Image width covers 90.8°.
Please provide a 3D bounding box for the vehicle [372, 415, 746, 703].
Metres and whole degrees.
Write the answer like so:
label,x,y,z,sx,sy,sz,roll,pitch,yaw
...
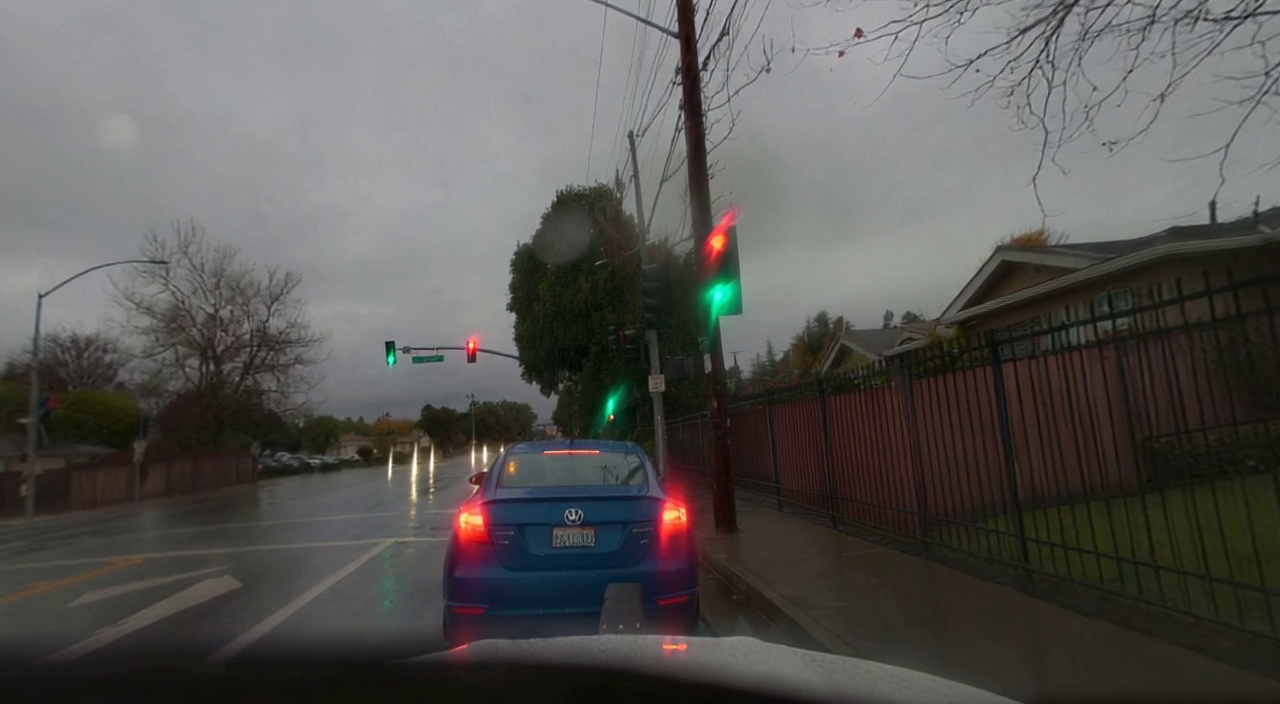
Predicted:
label,x,y,z,sx,sy,sz,roll,pitch,yaw
vehicle,-0.685,1.382,5.356,2.024,1.502,3.702,1,-9,-9
